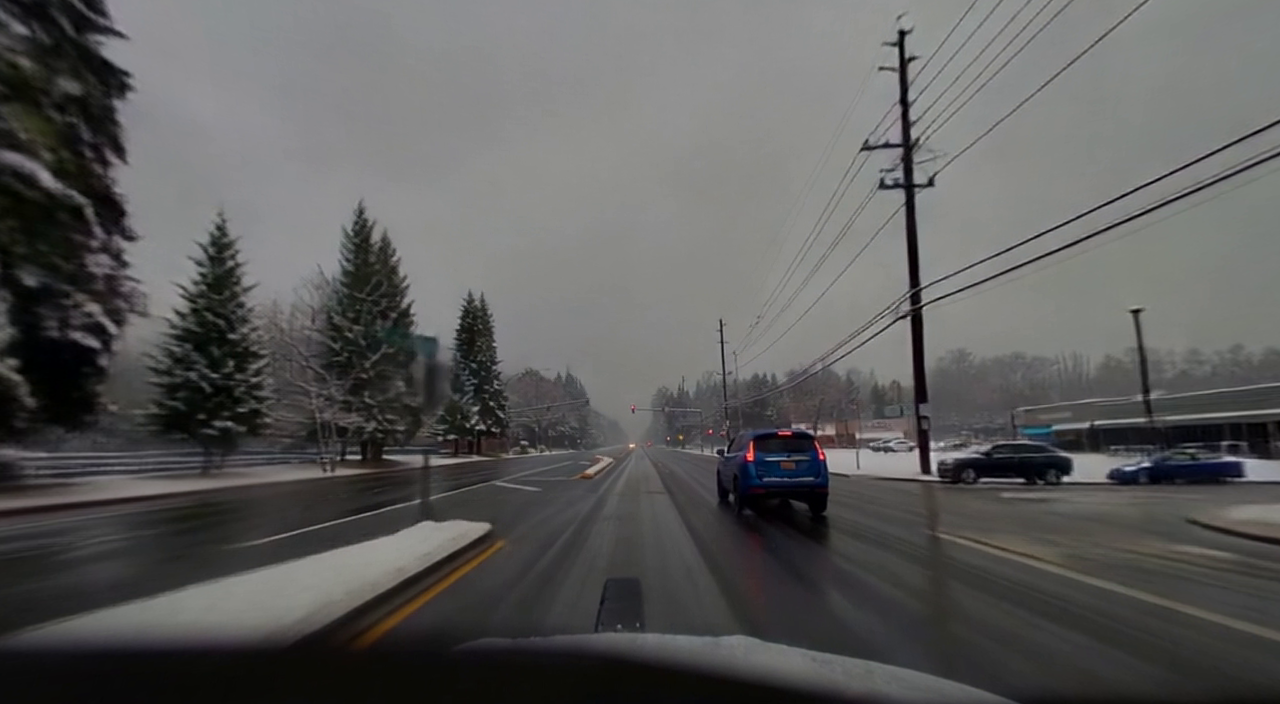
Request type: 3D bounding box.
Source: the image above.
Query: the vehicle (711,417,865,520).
[{"bbox_3d":[2.915,2.428,13.679,2.060,1.820,4.713,0,-9,-1],"label":"vehicle"}]

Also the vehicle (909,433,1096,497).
[{"bbox_3d":[11.738,3.673,20.730,4.801,1.802,2.022,-2,-9,-2],"label":"vehicle"}]

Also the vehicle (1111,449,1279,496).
[{"bbox_3d":[18.579,3.963,20.995,4.208,1.434,2.021,0,-9,0],"label":"vehicle"}]
